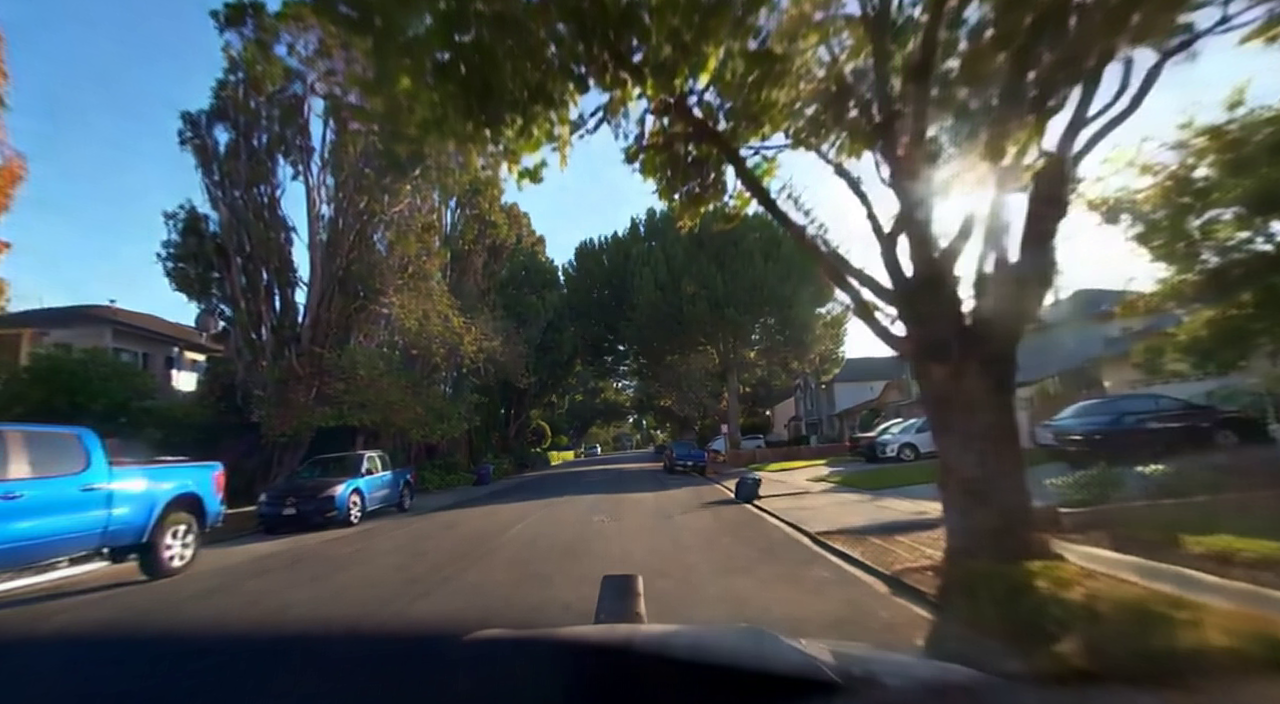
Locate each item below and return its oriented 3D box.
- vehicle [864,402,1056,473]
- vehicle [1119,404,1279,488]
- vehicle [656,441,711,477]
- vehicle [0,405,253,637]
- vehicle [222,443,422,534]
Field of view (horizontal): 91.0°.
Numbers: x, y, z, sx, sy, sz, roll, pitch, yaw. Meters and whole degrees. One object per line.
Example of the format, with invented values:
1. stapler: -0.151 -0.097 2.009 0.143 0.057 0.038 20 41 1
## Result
1. vehicle: 10.473 2.845 20.933 5.097 1.824 2.113 -4 -9 -1
2. vehicle: 12.122 1.783 11.987 4.390 1.457 1.861 0 -9 2
3. vehicle: 1.848 4.745 28.208 2.006 1.494 4.211 0 -9 -2
4. vehicle: -6.580 1.514 5.862 2.329 1.947 5.455 0 -9 2
5. vehicle: -6.518 2.805 13.646 1.995 1.608 4.596 0 -9 -1
